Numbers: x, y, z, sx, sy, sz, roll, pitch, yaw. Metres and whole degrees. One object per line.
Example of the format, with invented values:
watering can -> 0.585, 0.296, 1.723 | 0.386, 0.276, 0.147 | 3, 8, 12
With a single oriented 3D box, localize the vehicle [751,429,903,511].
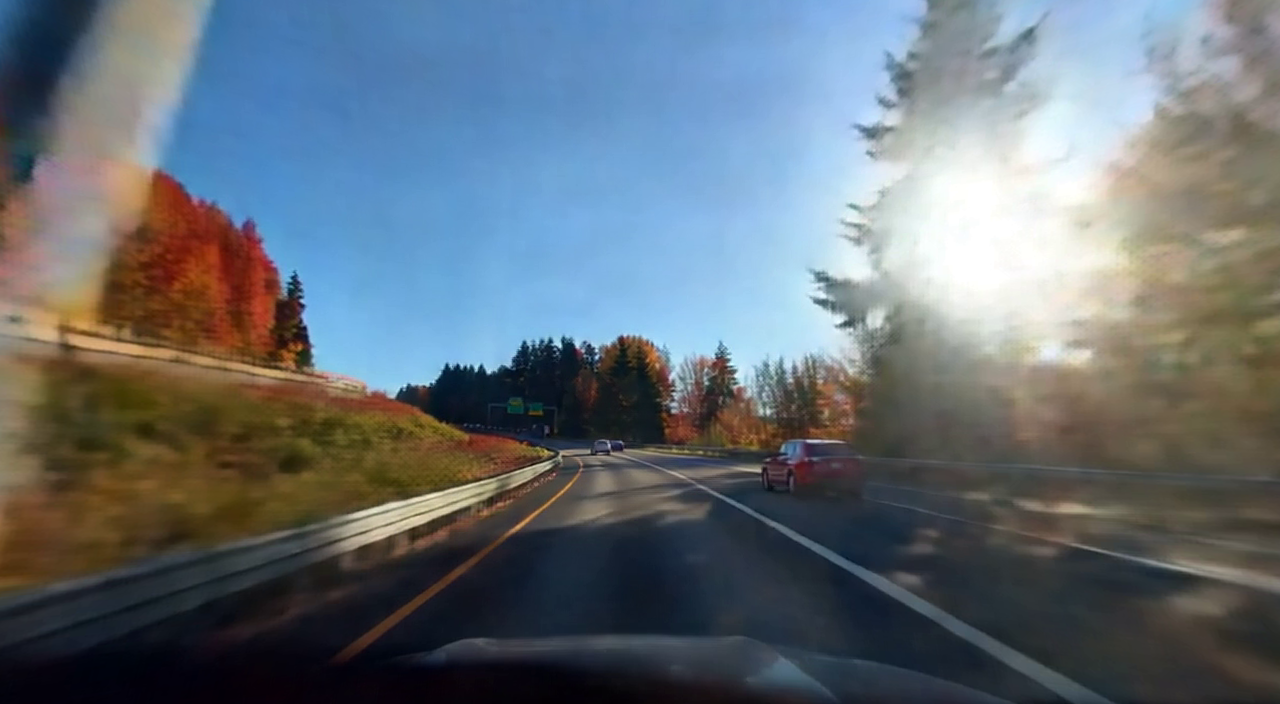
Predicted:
vehicle -> 3.978, 2.583, 14.132 | 1.952, 1.536, 4.036 | 0, -9, -4
